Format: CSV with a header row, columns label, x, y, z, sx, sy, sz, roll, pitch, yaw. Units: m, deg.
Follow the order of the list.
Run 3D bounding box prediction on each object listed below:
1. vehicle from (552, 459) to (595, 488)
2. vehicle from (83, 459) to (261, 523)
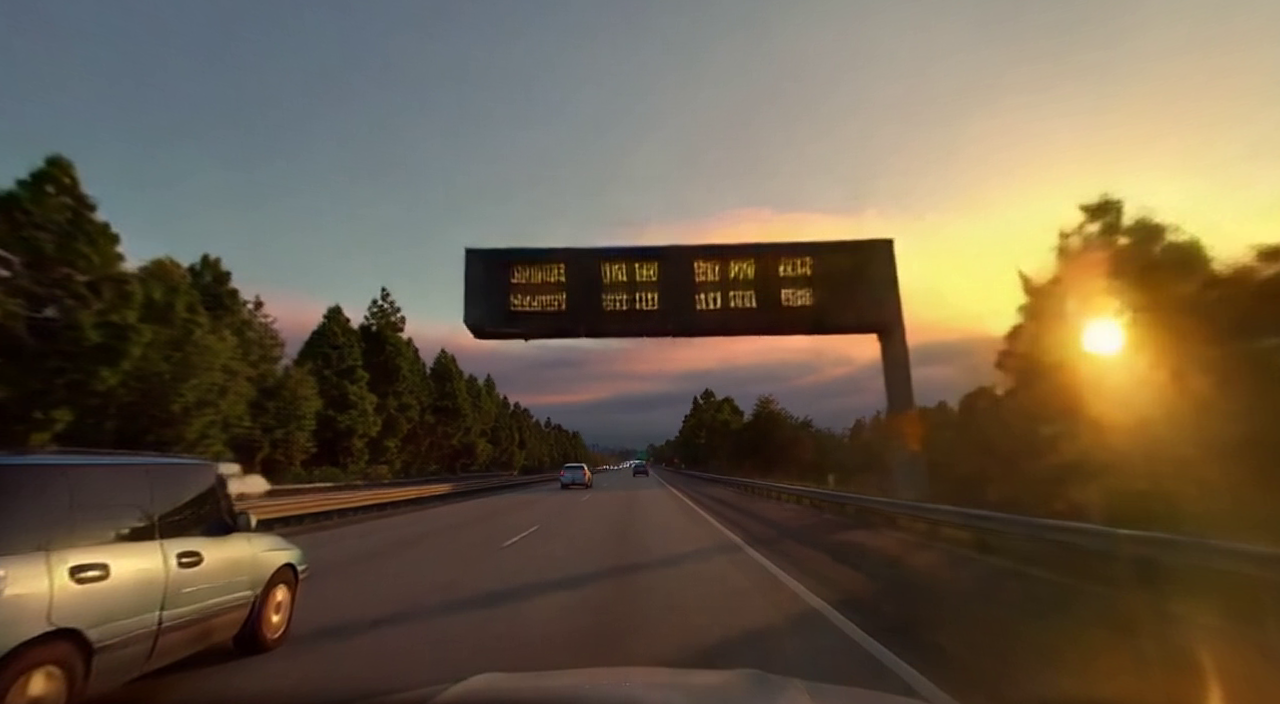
label,x,y,z,sx,sy,sz,roll,pitch,yaw
vehicle,-3.931,7.282,37.857,2.081,1.586,4.245,0,-10,0
vehicle,-13.935,4.150,19.177,2.021,1.674,4.329,1,-10,0
